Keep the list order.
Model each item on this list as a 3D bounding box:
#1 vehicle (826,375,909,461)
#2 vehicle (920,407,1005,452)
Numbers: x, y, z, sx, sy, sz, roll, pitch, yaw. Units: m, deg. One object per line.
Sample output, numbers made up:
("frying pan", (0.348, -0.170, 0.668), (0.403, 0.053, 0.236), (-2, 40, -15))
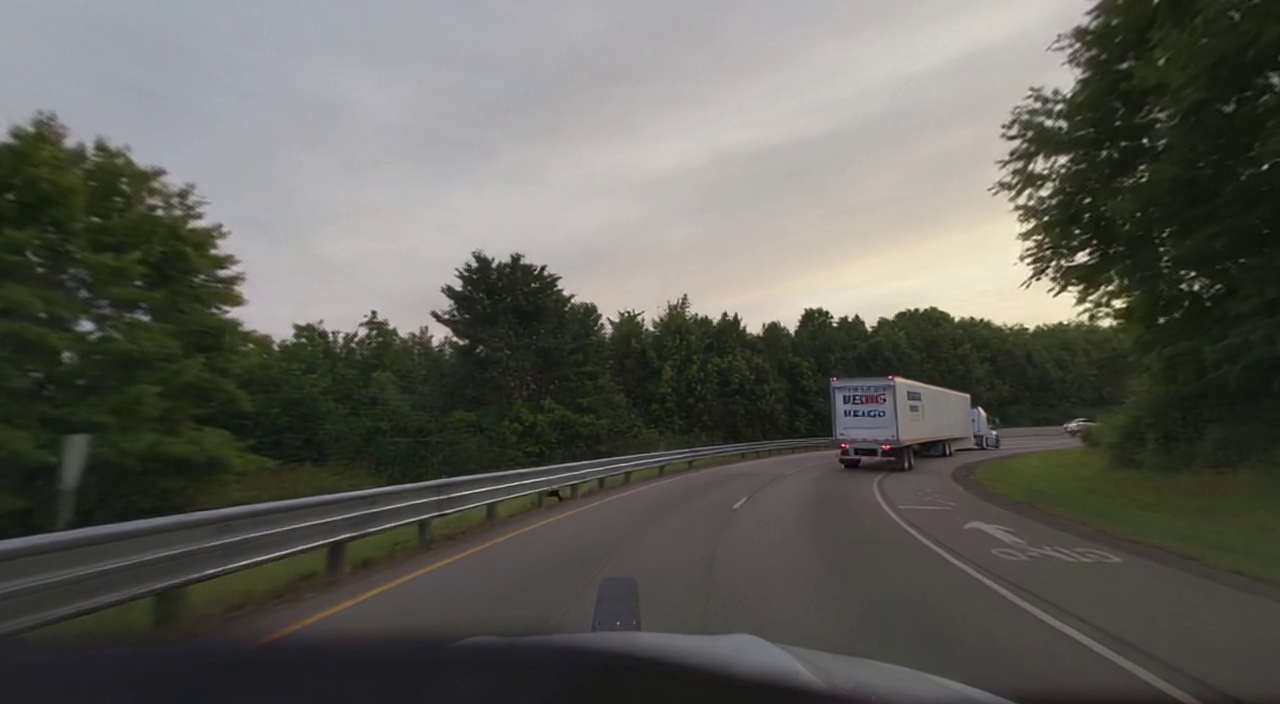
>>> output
("vehicle", (10.740, 3.150, 29.586), (2.963, 3.771, 3.137), (-5, -9, 30))
("vehicle", (19.767, 4.727, 38.327), (6.650, 2.524, 2.120), (6, -10, -41))
